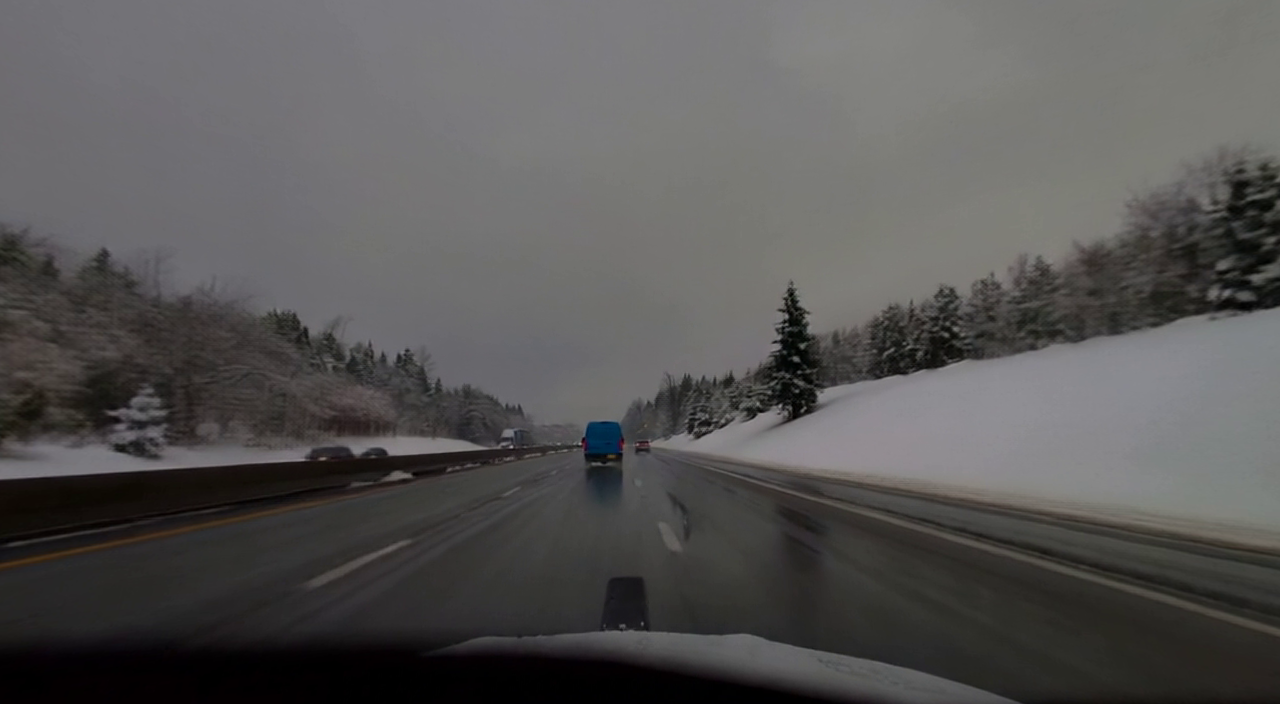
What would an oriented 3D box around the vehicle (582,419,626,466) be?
[{"bbox_3d":[-2.003,5.246,36.584,2.329,2.483,5.428,0,-8,-1],"label":"vehicle"}]
